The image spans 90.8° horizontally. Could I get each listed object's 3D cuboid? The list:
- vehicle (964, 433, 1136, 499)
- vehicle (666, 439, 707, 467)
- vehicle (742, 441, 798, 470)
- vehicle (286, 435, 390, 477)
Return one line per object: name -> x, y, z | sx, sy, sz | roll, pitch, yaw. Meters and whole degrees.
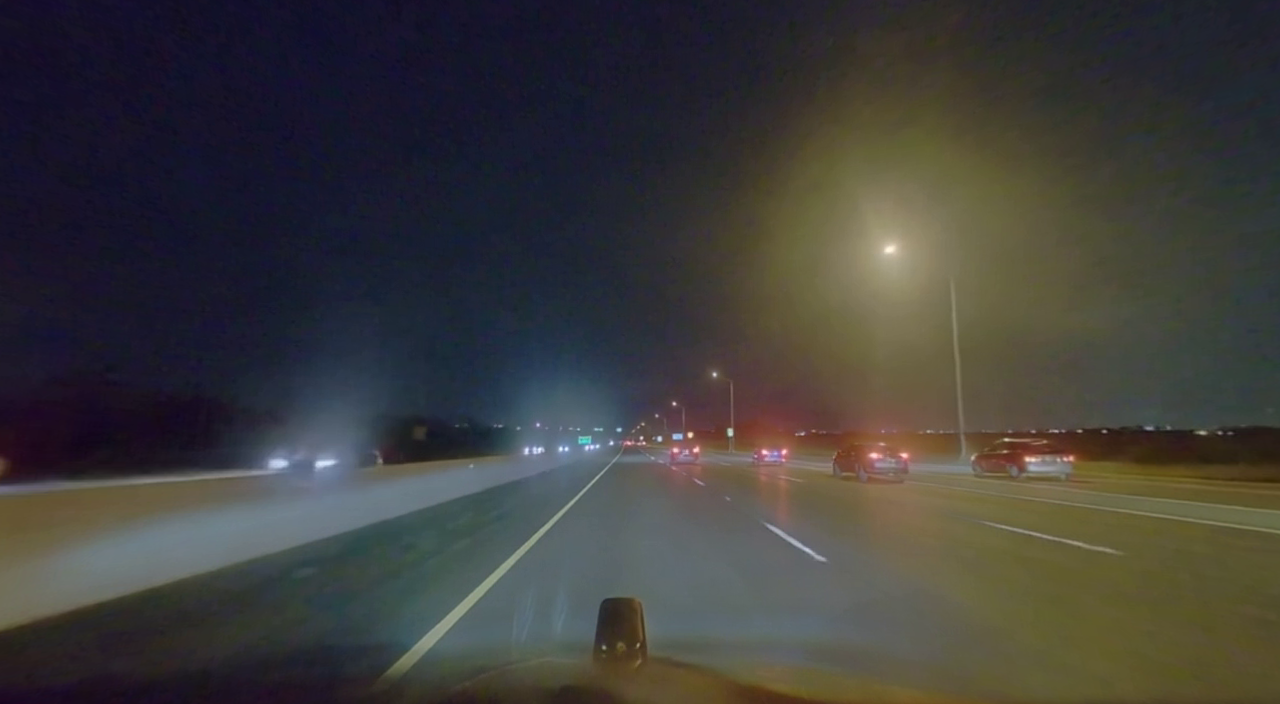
vehicle -> 10.915, 3.034, 17.237 | 1.844, 1.560, 4.085 | 0, -8, -1
vehicle -> 2.763, 6.077, 38.233 | 1.977, 1.601, 4.598 | 0, -8, -2
vehicle -> 6.841, 5.500, 33.763 | 1.952, 1.442, 4.259 | 0, -8, -2
vehicle -> -9.941, 3.412, 21.085 | 1.723, 1.223, 3.577 | 1, -7, -1
